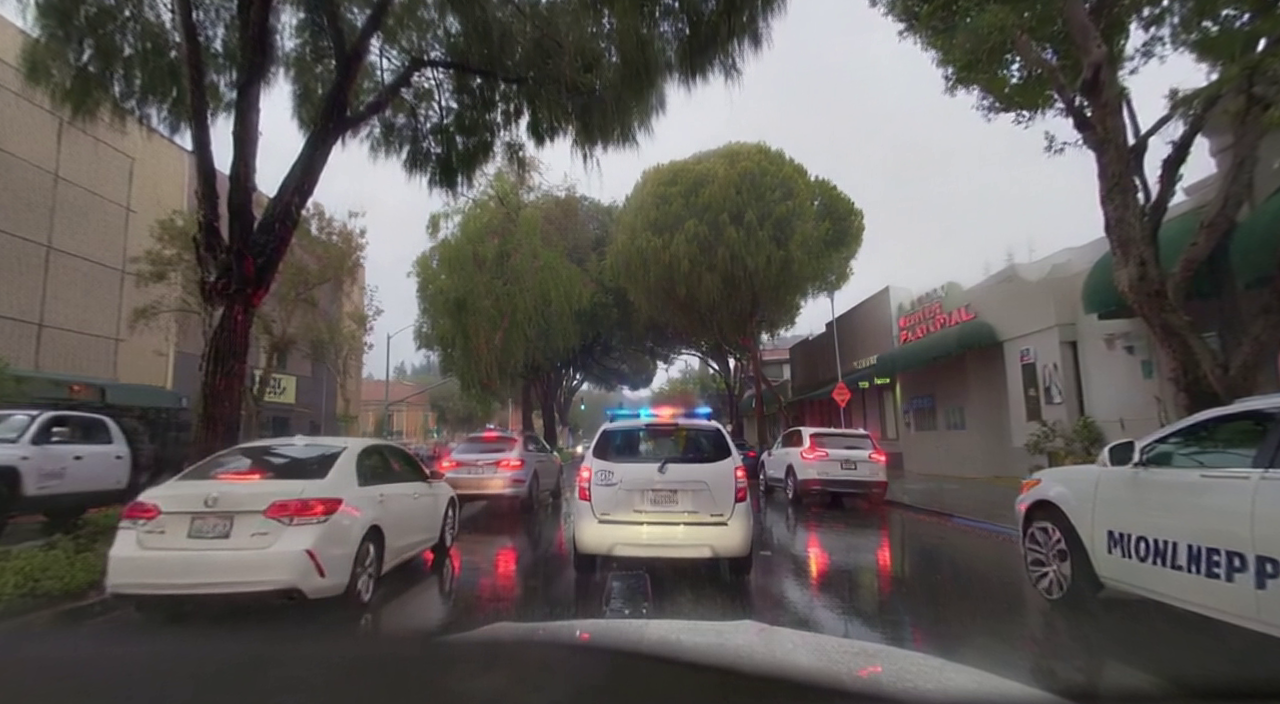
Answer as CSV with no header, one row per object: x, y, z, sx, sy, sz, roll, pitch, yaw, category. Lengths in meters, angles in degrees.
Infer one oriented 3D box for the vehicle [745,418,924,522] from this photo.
4.045,2.588,14.463,2.038,1.865,5.786,1,-8,-3,vehicle

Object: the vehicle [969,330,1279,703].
4.036,0.895,3.195,1.987,1.877,5.330,1,-8,2,vehicle

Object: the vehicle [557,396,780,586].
0.257,1.597,7.990,2.075,1.770,4.018,0,-8,0,vehicle

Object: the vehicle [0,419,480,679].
-2.978,1.451,5.817,1.908,1.474,4.257,0,-8,0,vehicle

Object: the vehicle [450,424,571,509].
-3.068,2.821,16.011,2.135,1.806,4.514,0,-8,0,vehicle
